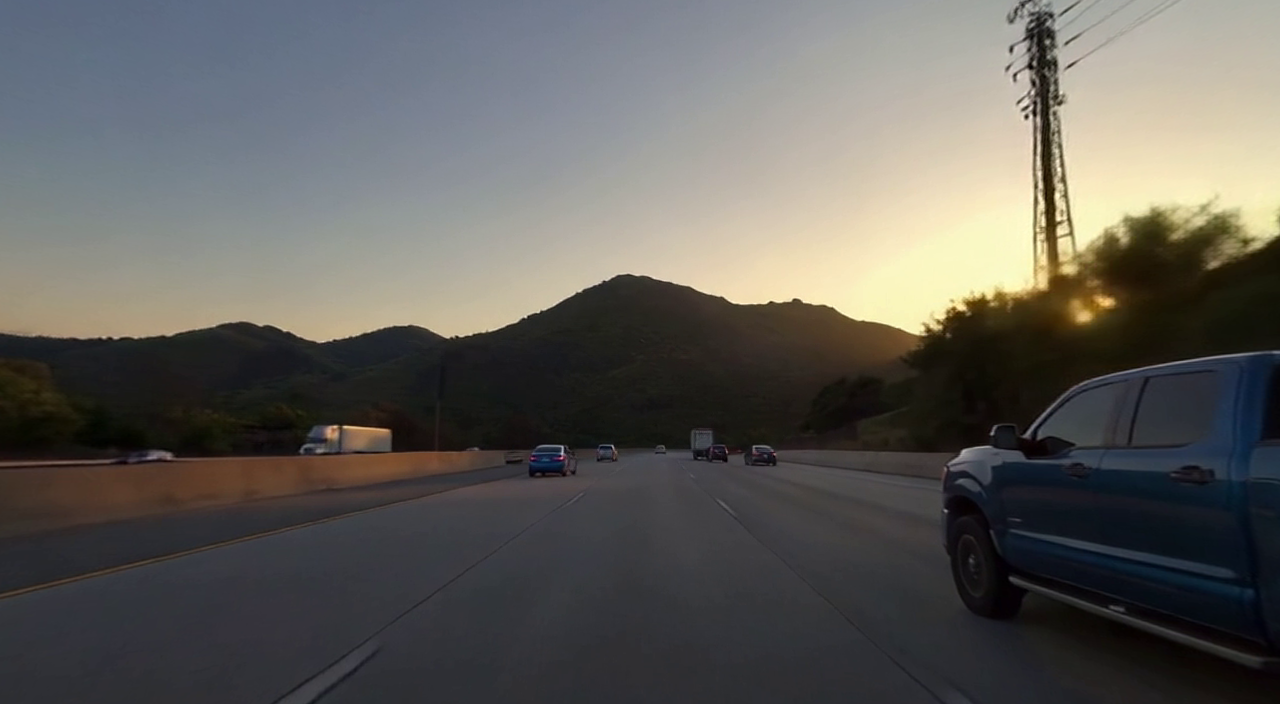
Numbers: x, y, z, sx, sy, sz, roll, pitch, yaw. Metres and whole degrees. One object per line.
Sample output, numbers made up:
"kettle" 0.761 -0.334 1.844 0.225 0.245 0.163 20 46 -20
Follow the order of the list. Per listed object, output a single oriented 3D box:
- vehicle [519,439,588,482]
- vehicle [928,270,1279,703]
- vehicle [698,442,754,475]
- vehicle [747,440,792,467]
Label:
"vehicle" -3.507 4.513 26.565 2.113 1.636 4.494 -1 -8 2
"vehicle" 3.446 0.703 2.636 2.098 1.925 5.171 0 -8 1
"vehicle" 4.042 5.086 30.352 2.046 1.471 4.333 0 -8 0
"vehicle" 8.383 6.578 41.097 1.986 1.633 4.430 0 -8 0
